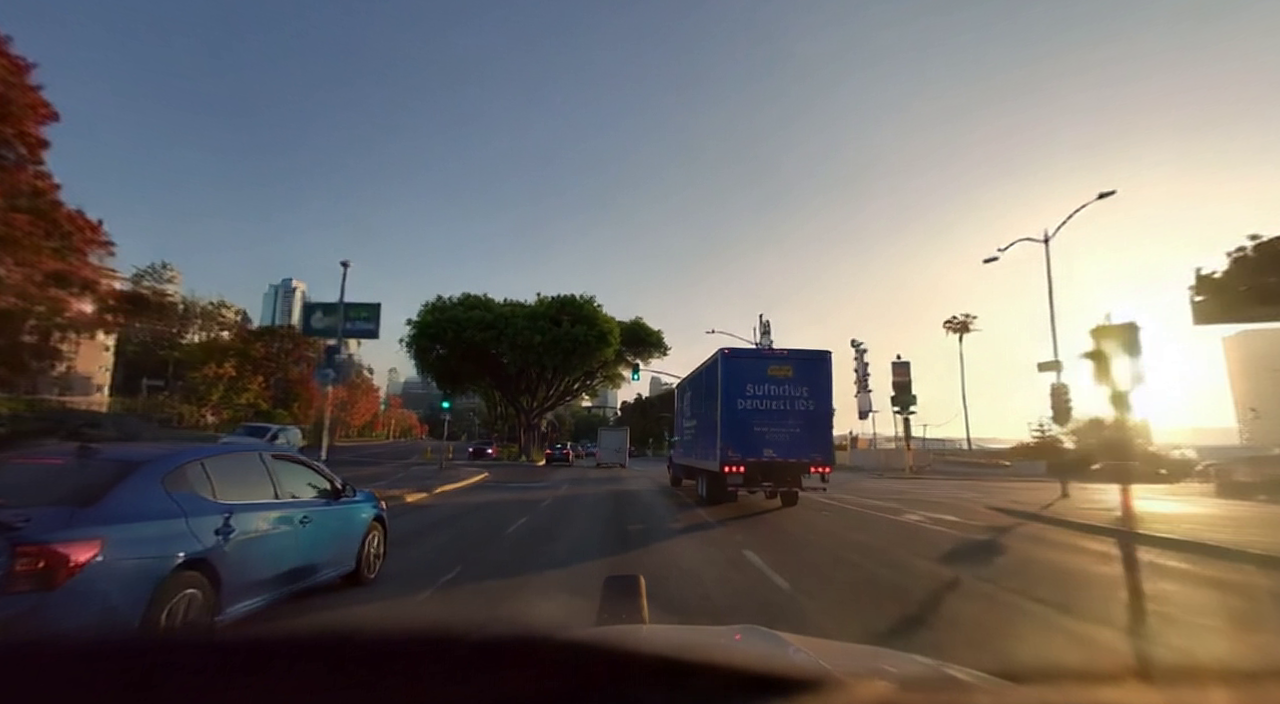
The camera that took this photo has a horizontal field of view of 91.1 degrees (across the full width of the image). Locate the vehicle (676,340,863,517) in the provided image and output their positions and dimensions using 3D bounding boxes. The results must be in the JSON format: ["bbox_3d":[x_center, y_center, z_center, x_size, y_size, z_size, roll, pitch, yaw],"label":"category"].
[{"bbox_3d":[2.916,2.197,17.299,2.905,3.644,8.441,0,-9,-3],"label":"vehicle"}]

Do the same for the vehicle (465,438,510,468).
[{"bbox_3d":[-10.245,6.810,42.499,2.374,1.863,4.751,1,-9,-7],"label":"vehicle"}]

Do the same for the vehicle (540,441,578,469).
[{"bbox_3d":[-5.518,7.042,43.183,2.388,1.811,4.455,1,-9,-5],"label":"vehicle"}]

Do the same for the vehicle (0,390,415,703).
[{"bbox_3d":[-3.371,1.226,4.487,1.828,1.515,4.422,0,-9,1],"label":"vehicle"}]

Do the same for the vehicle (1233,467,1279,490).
[{"bbox_3d":[47.808,9.530,47.381,5.053,1.542,2.169,3,-9,-19],"label":"vehicle"}]
